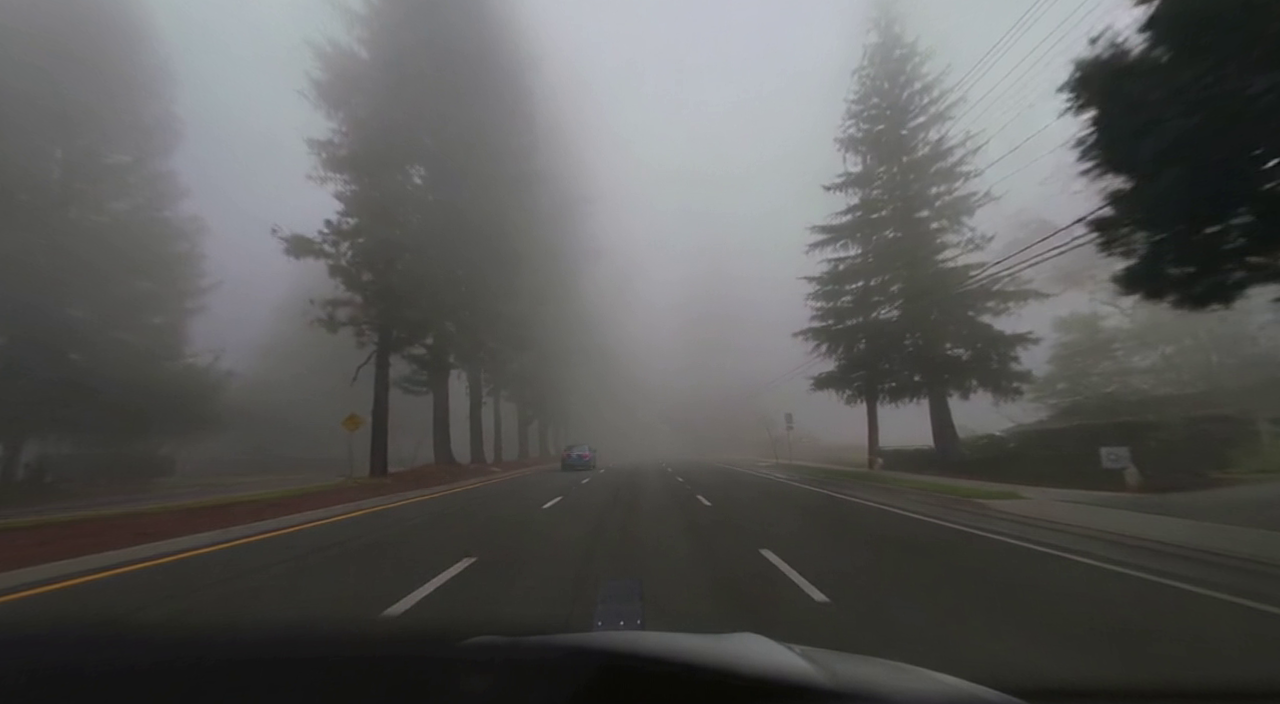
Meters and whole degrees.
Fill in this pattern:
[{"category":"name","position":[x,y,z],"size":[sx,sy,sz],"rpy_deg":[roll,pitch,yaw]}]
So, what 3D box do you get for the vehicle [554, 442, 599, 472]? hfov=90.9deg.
[{"category":"vehicle","position":[-3.445,5.764,34.800],"size":[2.007,1.514,4.049],"rpy_deg":[-1,-8,1]}]
